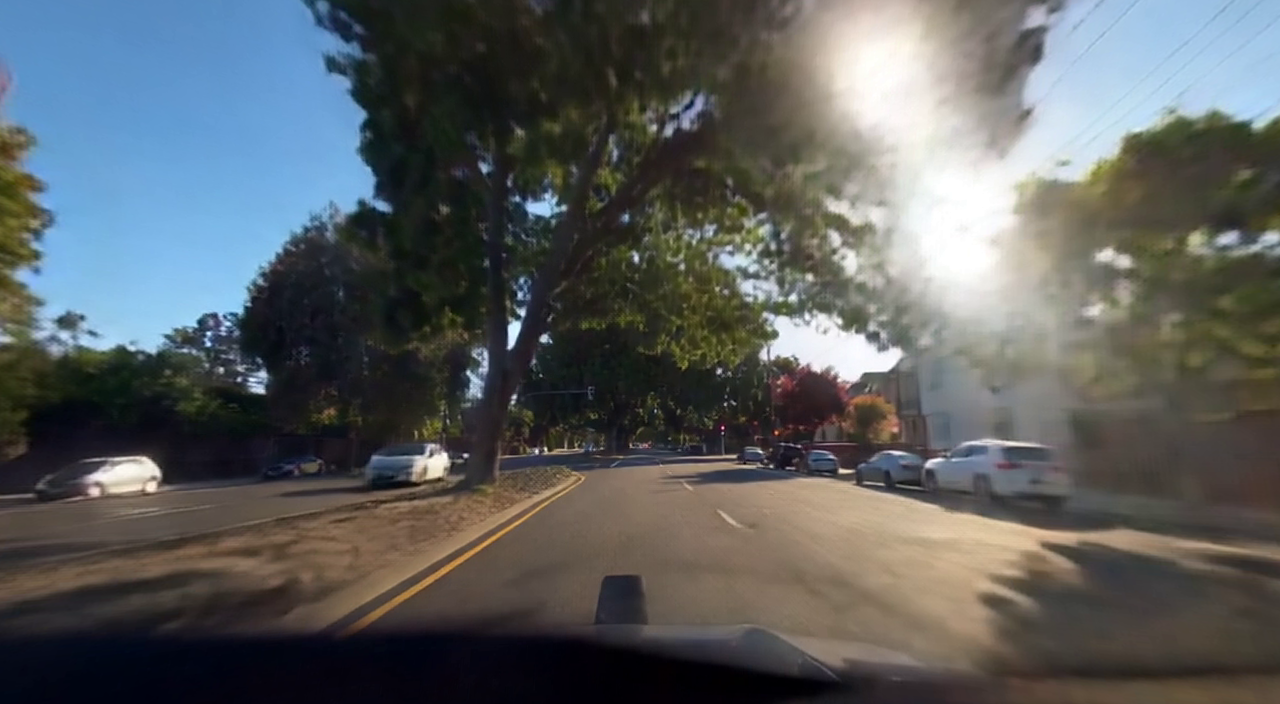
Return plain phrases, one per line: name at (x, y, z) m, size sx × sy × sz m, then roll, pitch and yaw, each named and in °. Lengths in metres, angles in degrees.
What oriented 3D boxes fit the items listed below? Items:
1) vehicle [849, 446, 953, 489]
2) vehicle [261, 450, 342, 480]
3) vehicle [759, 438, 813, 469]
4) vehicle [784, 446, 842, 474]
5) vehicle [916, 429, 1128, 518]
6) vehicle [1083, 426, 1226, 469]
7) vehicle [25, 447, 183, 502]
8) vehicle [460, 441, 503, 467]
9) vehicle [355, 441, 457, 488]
vehicle at (9.825, 4.353, 24.221) m, size 1.991 × 1.490 × 4.470 m, roll 0°, pitch -8°, yaw -1°
vehicle at (-18.309, 6.108, 34.437) m, size 1.844 × 1.480 × 4.729 m, roll 0°, pitch -8°, yaw -1°
vehicle at (9.779, 6.854, 42.866) m, size 2.245 × 1.983 × 5.433 m, roll 0°, pitch -8°, yaw -1°
vehicle at (9.775, 6.121, 36.088) m, size 1.931 × 1.473 × 4.742 m, roll 0°, pitch -8°, yaw 0°
vehicle at (9.851, 3.155, 17.109) m, size 2.176 × 1.893 × 5.744 m, roll 2°, pitch -8°, yaw 0°
vehicle at (22.497, 4.200, 27.766) m, size 4.421 × 1.793 × 2.091 m, roll 0°, pitch -9°, yaw 0°
vehicle at (-18.370, 4.168, 21.956) m, size 1.842 × 1.660 × 4.120 m, roll 0°, pitch -8°, yaw 0°
vehicle at (-11.411, 7.370, 45.811) m, size 1.940 × 1.740 × 4.356 m, roll 0°, pitch -8°, yaw 1°
vehicle at (-8.205, 3.974, 22.639) m, size 1.922 × 1.486 × 4.392 m, roll 0°, pitch -8°, yaw 0°
